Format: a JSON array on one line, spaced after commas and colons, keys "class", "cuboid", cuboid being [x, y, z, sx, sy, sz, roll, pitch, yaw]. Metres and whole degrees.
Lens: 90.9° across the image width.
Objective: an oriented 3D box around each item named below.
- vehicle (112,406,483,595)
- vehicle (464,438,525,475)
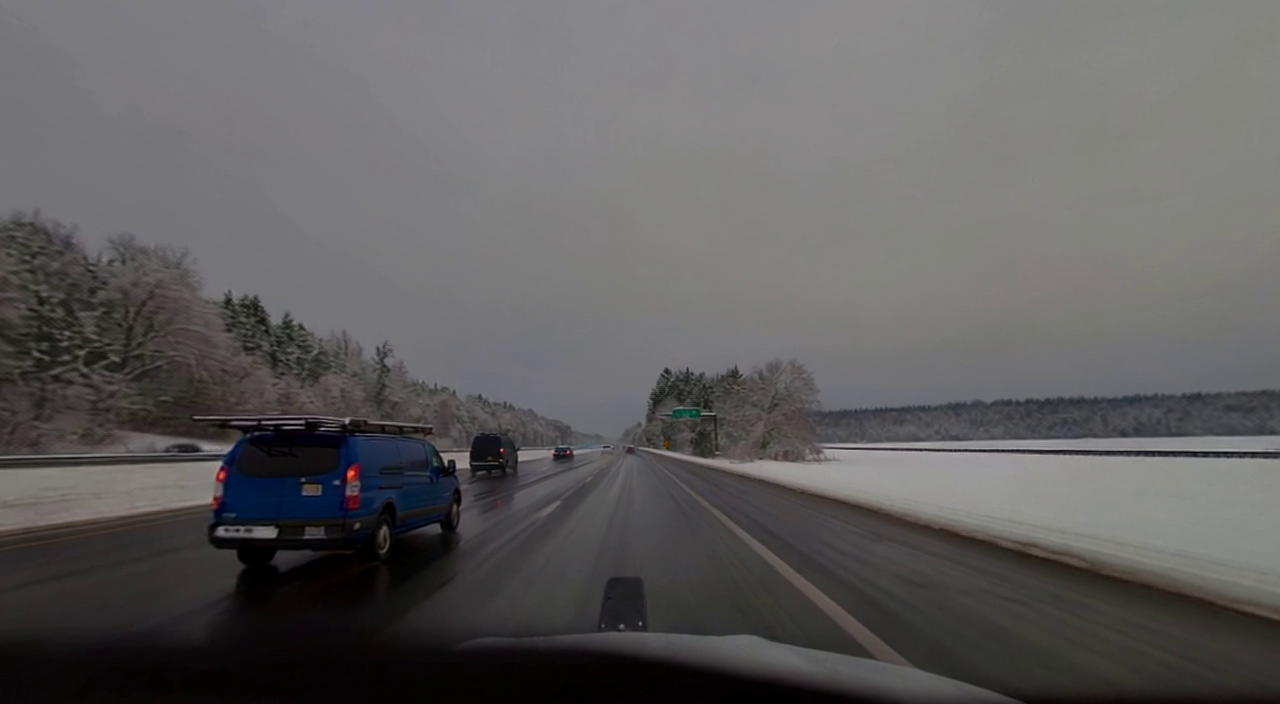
[{"class": "vehicle", "cuboid": [-3.693, 1.703, 8.165, 2.040, 1.679, 4.865, 0, -9, 0]}, {"class": "vehicle", "cuboid": [-7.584, 5.495, 33.387, 2.093, 1.752, 4.771, 0, -9, 0]}]
